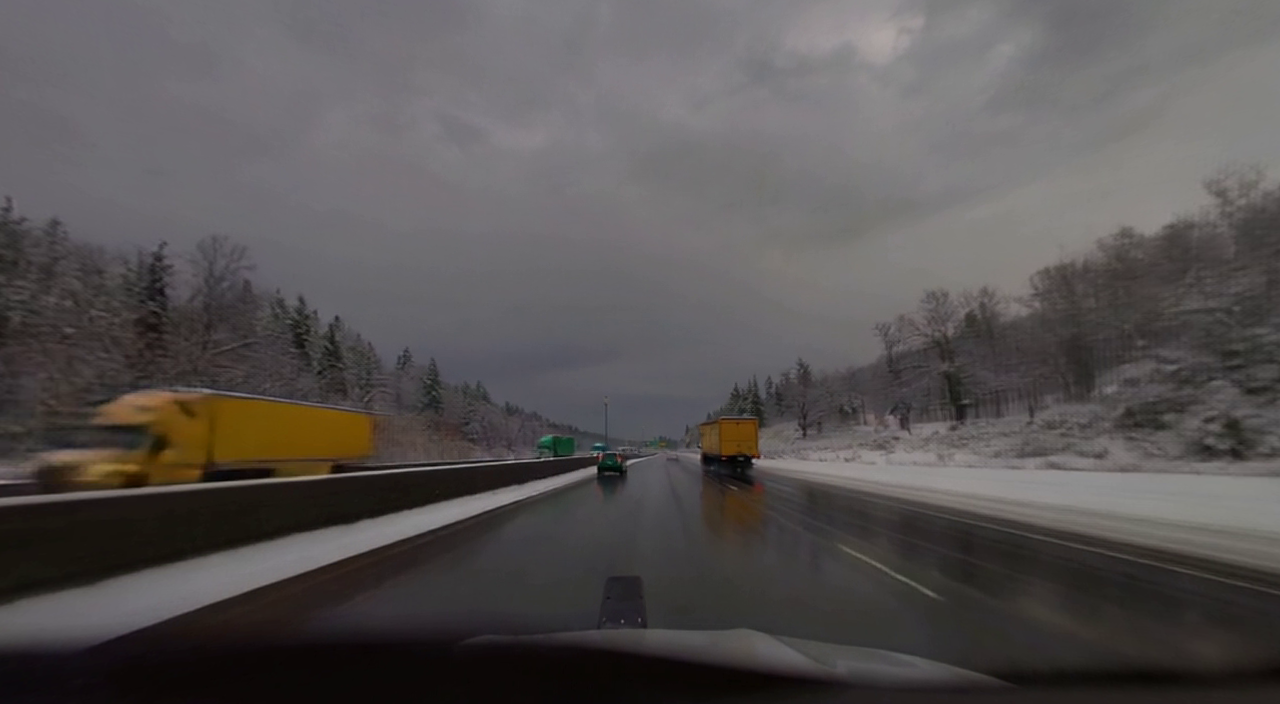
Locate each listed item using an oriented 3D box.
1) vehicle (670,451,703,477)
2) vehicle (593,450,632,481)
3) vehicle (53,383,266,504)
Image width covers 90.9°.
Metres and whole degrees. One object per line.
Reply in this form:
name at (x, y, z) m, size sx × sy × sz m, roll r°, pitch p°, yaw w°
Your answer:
vehicle at (2.937, 7.171, 40.650) m, size 1.957 × 1.541 × 4.099 m, roll 0°, pitch -9°, yaw 2°
vehicle at (-1.472, 6.307, 35.260) m, size 1.960 × 1.579 × 4.384 m, roll 0°, pitch -9°, yaw 1°
vehicle at (-17.717, 3.484, 23.919) m, size 3.005 × 3.979 × 5.919 m, roll -1°, pitch -9°, yaw 2°
